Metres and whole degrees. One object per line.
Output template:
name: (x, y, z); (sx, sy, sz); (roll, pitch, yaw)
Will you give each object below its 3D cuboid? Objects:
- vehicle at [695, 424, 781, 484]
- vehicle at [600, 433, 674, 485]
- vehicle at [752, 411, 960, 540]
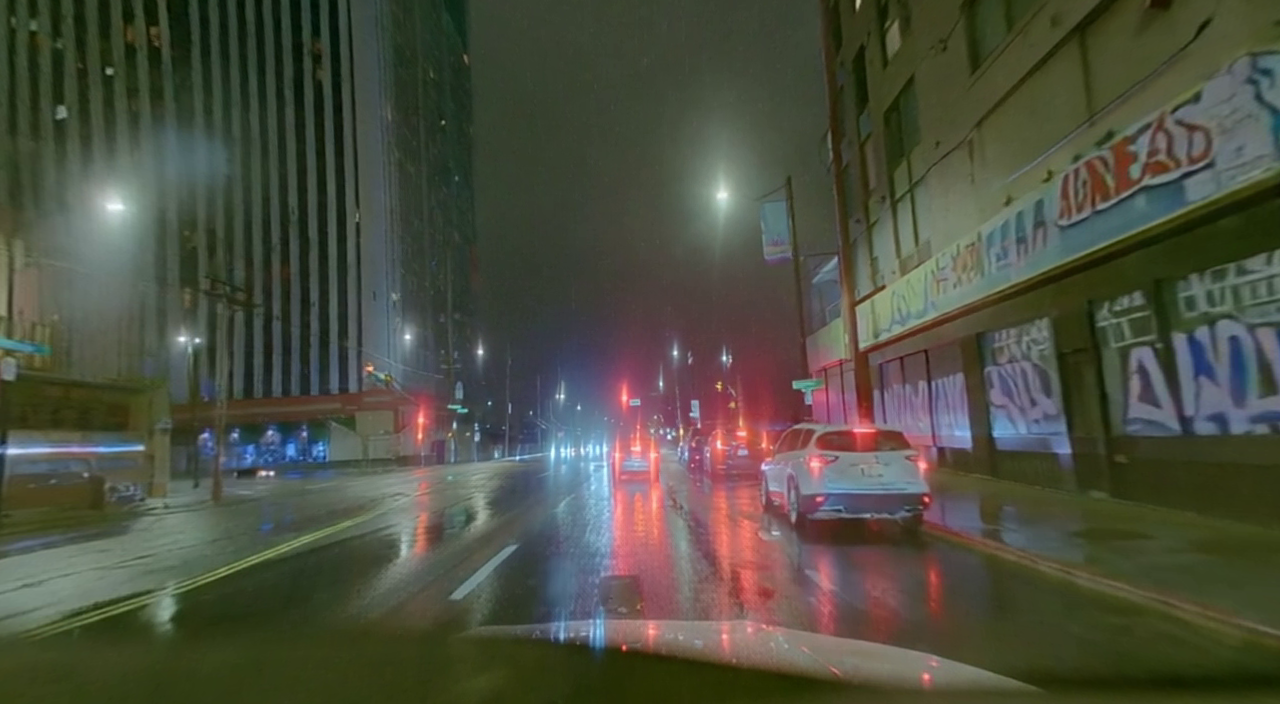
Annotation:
vehicle: (3.158, 3.426, 21.263); (2.060, 1.783, 4.579); (0, -8, -1)
vehicle: (-0.067, 3.468, 20.648); (2.153, 1.505, 4.452); (0, -8, 1)
vehicle: (3.306, 1.985, 10.716); (1.938, 1.714, 4.402); (0, -8, 0)
